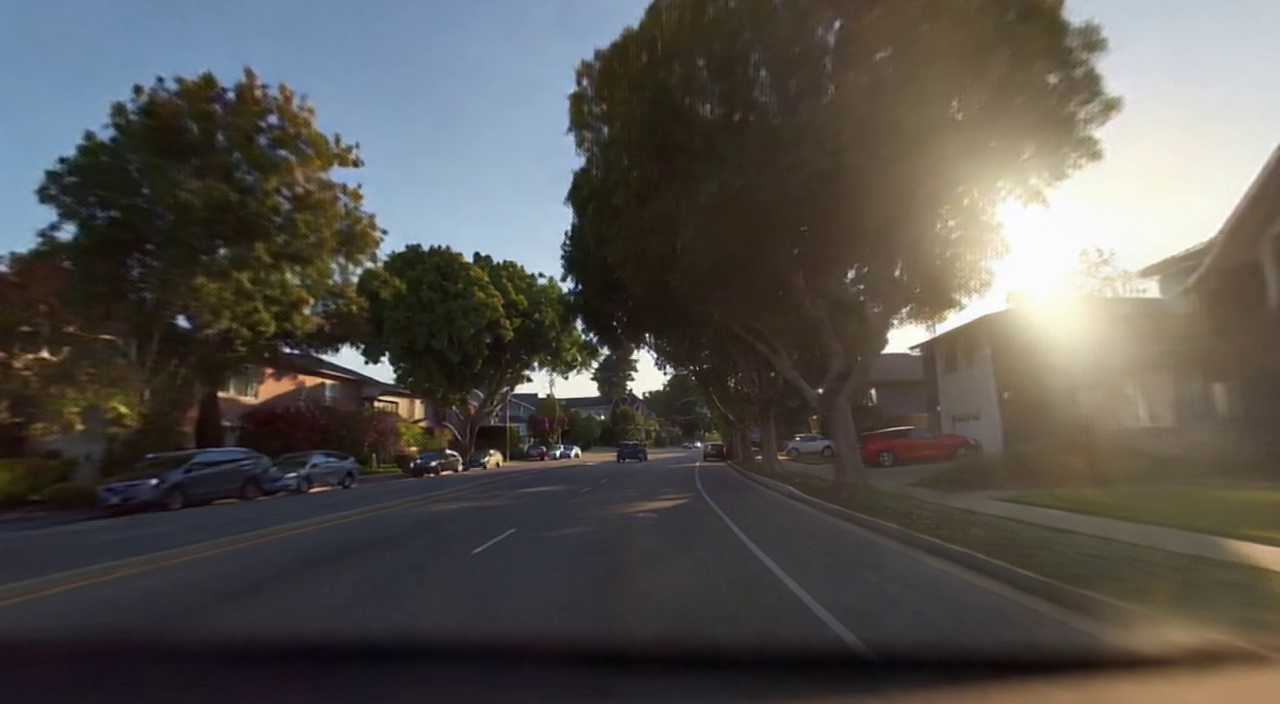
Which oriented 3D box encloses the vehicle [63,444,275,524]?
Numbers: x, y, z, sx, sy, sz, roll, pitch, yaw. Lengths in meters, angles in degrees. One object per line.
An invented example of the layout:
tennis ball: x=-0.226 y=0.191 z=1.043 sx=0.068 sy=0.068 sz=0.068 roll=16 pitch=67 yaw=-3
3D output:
vehicle: x=-13.923 y=3.863 z=19.287 sx=2.157 sy=1.882 sz=5.479 roll=-4 pitch=-8 yaw=2

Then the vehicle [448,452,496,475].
vehicle: x=-11.765 y=7.826 z=44.519 sx=1.695 sy=1.423 sz=4.371 roll=-5 pitch=-9 yaw=7

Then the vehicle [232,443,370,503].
vehicle: x=-13.556 y=4.793 z=25.820 sx=2.114 sy=1.931 sz=5.936 roll=-6 pitch=-8 yaw=3

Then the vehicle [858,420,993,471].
vehicle: x=11.332 y=3.727 z=25.317 sx=4.383 sy=1.602 sz=1.920 roll=-5 pitch=-8 yaw=2

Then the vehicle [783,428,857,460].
vehicle: x=12.658 y=6.493 z=44.651 sx=4.463 sy=1.765 sz=1.960 roll=-5 pitch=-8 yaw=1

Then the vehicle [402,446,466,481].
vehicle: x=-12.587 y=6.801 z=38.856 sx=2.009 sy=1.789 sz=4.449 roll=-6 pitch=-9 yaw=6
